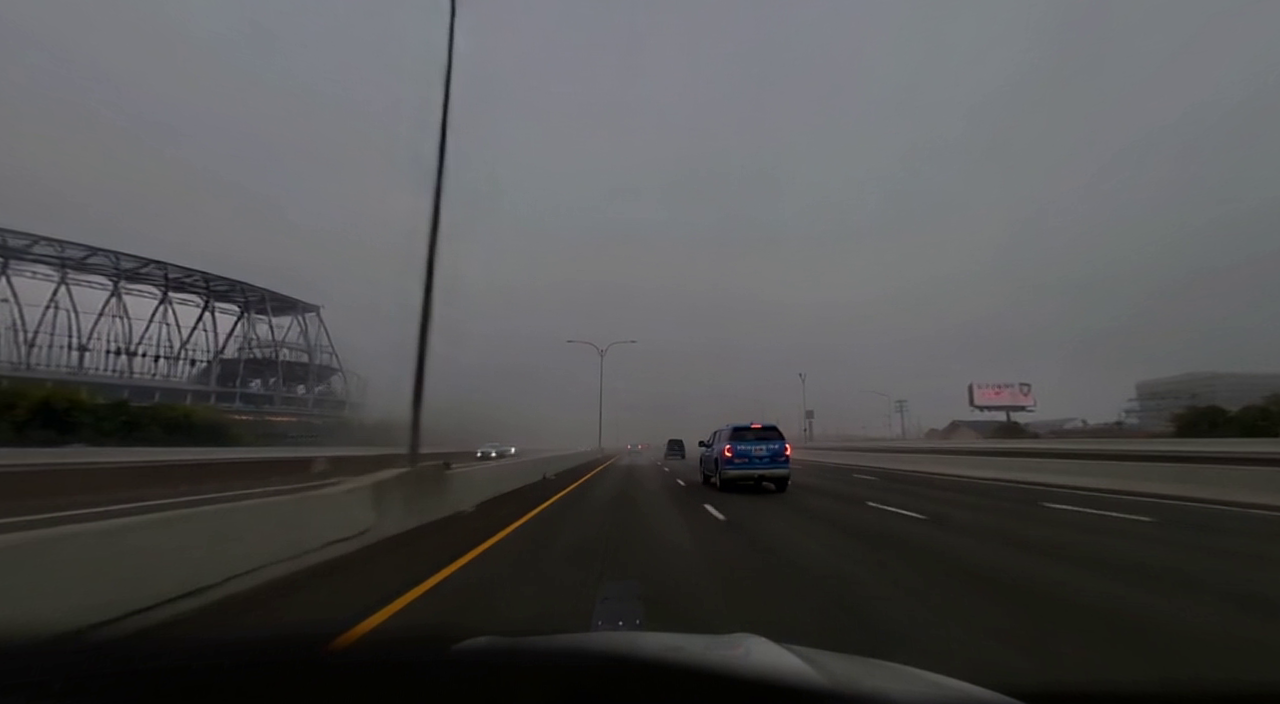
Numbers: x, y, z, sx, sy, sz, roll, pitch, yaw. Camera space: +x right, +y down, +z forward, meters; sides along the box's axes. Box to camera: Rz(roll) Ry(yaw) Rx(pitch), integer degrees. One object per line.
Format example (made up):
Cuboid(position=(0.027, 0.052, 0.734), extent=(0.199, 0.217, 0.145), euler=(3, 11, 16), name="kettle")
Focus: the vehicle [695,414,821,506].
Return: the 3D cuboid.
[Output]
Cuboid(position=(2.802, 2.731, 16.356), extent=(2.199, 2.002, 4.970), euler=(0, -8, -1), name="vehicle")
